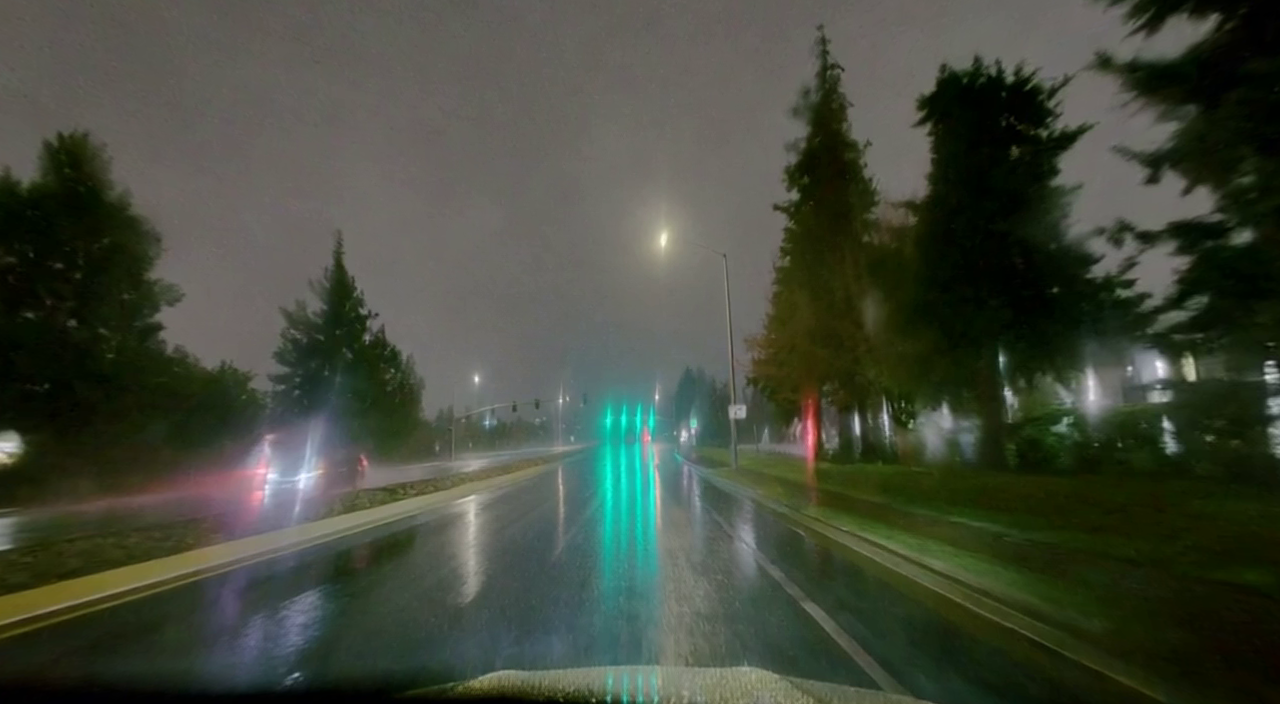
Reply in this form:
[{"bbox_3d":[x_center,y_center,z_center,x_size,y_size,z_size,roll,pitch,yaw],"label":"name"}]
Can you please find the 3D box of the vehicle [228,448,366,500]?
[{"bbox_3d":[-11.272,4.003,21.174,2.113,1.488,4.509,0,-8,0],"label":"vehicle"}]
